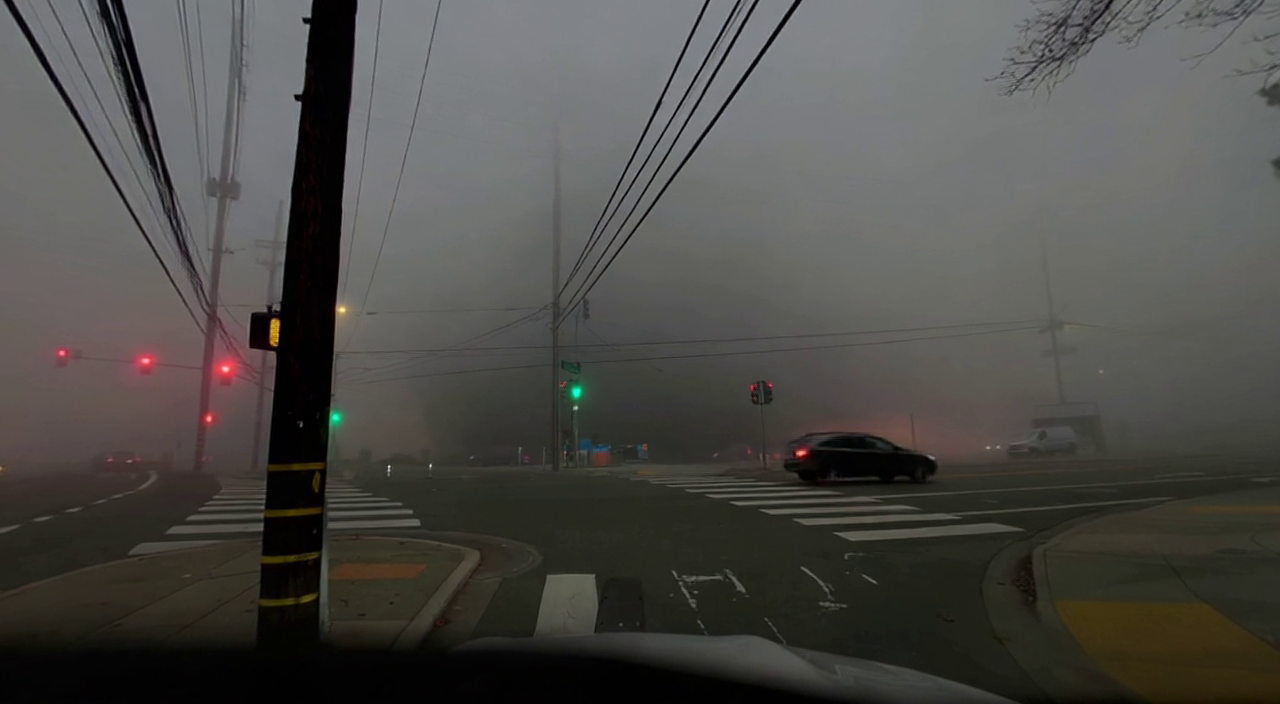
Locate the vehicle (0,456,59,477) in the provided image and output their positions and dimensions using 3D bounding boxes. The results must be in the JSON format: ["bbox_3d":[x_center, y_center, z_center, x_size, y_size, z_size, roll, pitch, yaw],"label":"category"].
[{"bbox_3d":[-46.458,8.651,48.030,1.899,1.438,4.799,4,-9,-25],"label":"vehicle"}]

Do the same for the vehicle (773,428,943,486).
[{"bbox_3d":[6.725,3.249,19.683,4.530,1.648,2.075,2,-9,-14],"label":"vehicle"}]

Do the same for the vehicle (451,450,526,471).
[{"bbox_3d":[-10.675,7.635,44.703,4.837,1.407,1.818,4,-9,-26],"label":"vehicle"}]

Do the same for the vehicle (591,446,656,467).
[{"bbox_3d":[-1.163,7.547,45.817,4.391,1.451,1.717,4,-9,-26],"label":"vehicle"}]

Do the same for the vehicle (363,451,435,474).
[{"bbox_3d":[-17.190,7.857,45.120,4.623,1.471,1.805,4,-9,-25],"label":"vehicle"}]
